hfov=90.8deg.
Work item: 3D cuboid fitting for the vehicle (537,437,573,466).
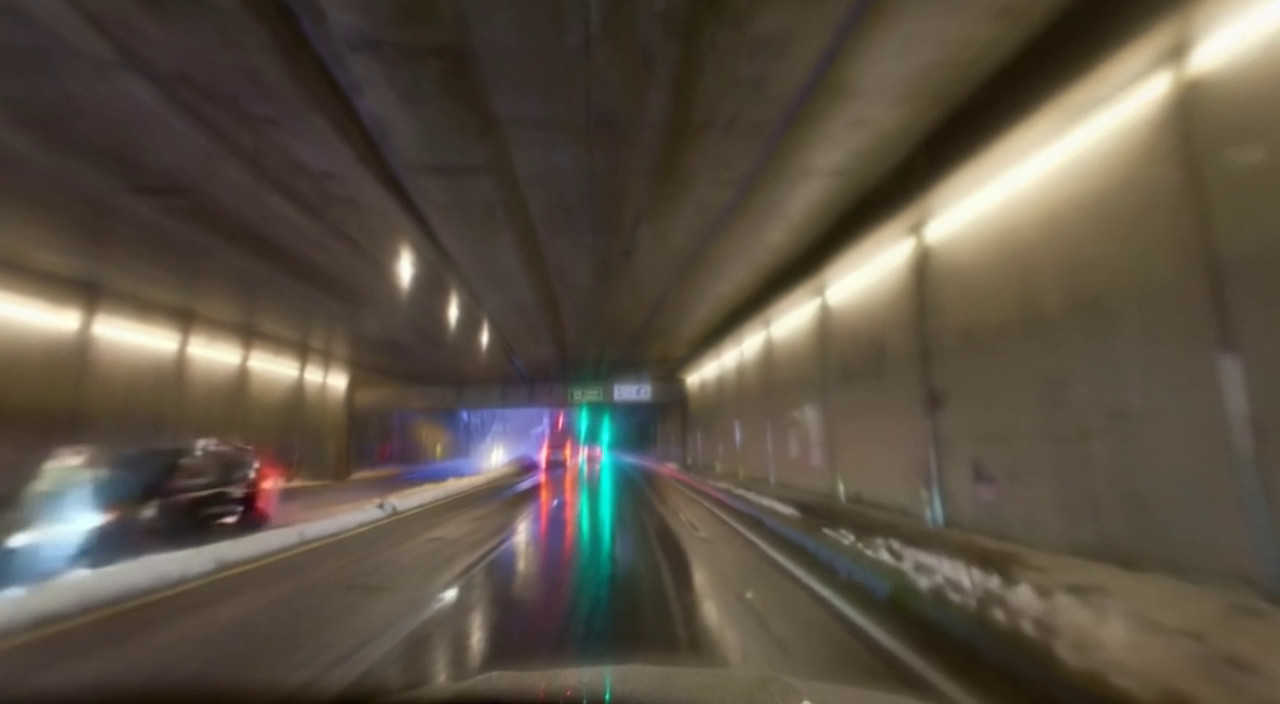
[{"bbox_3d":[-5.474,6.435,40.931,1.961,1.725,4.315,0,-8,-3],"label":"vehicle"}]

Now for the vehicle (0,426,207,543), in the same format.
[{"bbox_3d":[-8.865,1.917,9.621,1.691,1.439,4.136,0,-8,-2],"label":"vehicle"}]
